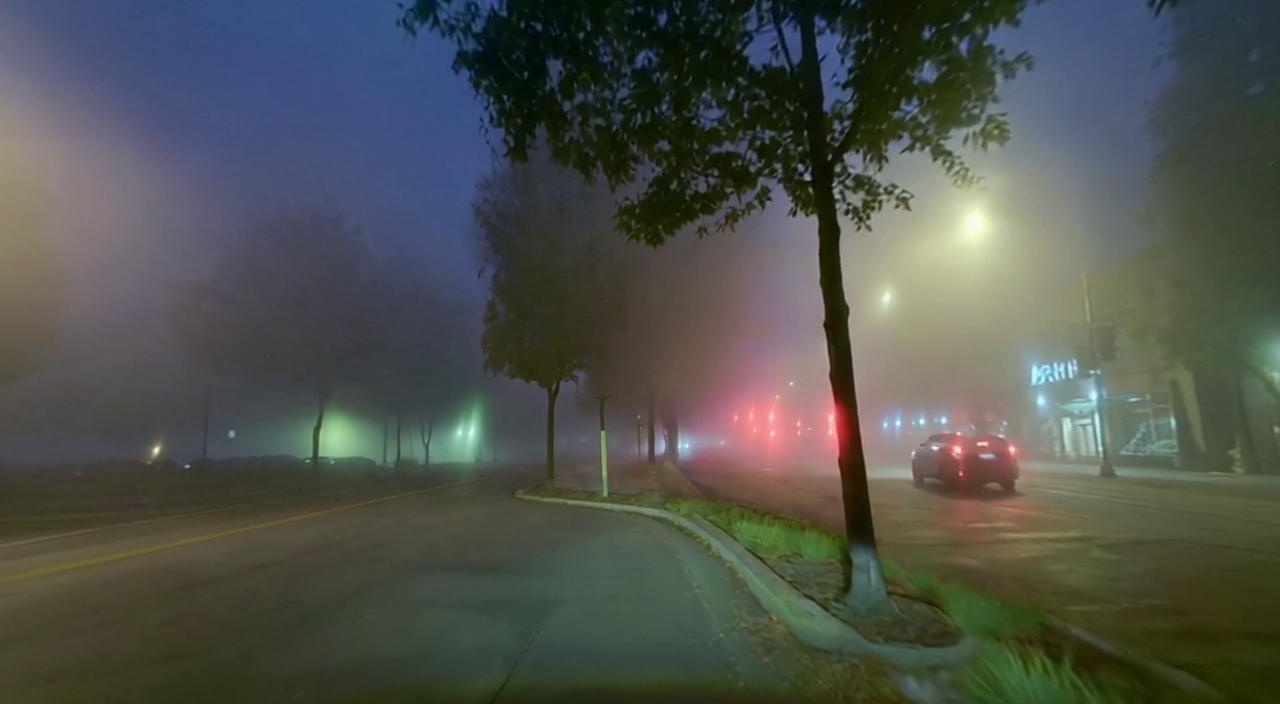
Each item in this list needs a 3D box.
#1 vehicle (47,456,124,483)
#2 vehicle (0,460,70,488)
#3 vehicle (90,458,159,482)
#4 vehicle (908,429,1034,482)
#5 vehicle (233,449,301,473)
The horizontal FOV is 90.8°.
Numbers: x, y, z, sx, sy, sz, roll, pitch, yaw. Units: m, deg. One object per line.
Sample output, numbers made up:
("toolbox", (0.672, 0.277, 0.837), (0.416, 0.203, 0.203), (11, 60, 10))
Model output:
("vehicle", (-34.503, 7.260, 39.251), (5.124, 1.541, 2.121), (-6, -10, 32))
("vehicle", (-35.597, 7.120, 37.076), (4.157, 1.458, 2.130), (-6, -10, 34))
("vehicle", (-35.155, 8.002, 43.060), (4.416, 1.541, 2.102), (-5, -10, 30))
("vehicle", (11.503, 3.639, 22.381), (2.100, 1.638, 4.545), (-1, -9, 2))
("vehicle", (-28.906, 8.403, 48.883), (5.483, 1.719, 2.112), (-5, -10, 31))
